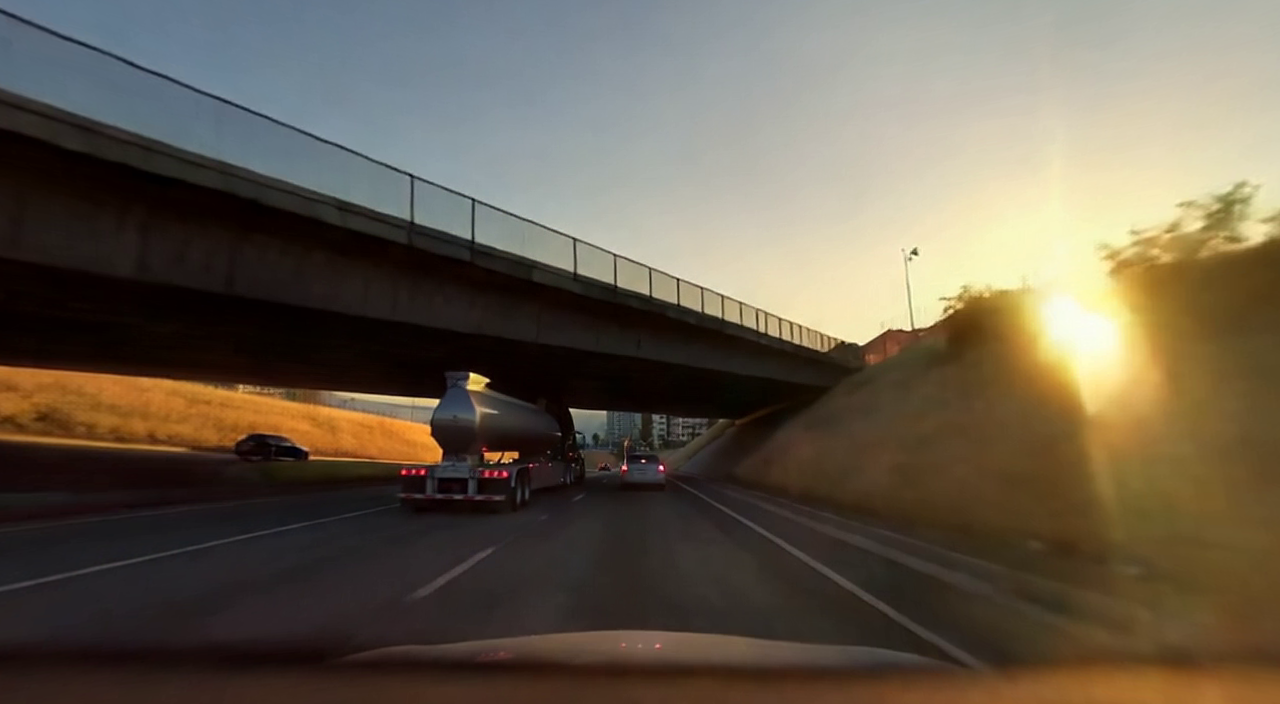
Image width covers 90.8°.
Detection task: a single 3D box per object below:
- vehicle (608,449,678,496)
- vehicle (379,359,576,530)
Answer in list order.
[{"bbox_3d":[0.059,4.138,22.137,2.215,1.481,4.246,0,-9,-1],"label":"vehicle"},{"bbox_3d":[-4.132,3.011,20.570,2.896,3.563,14.643,0,-9,-1],"label":"vehicle"}]
